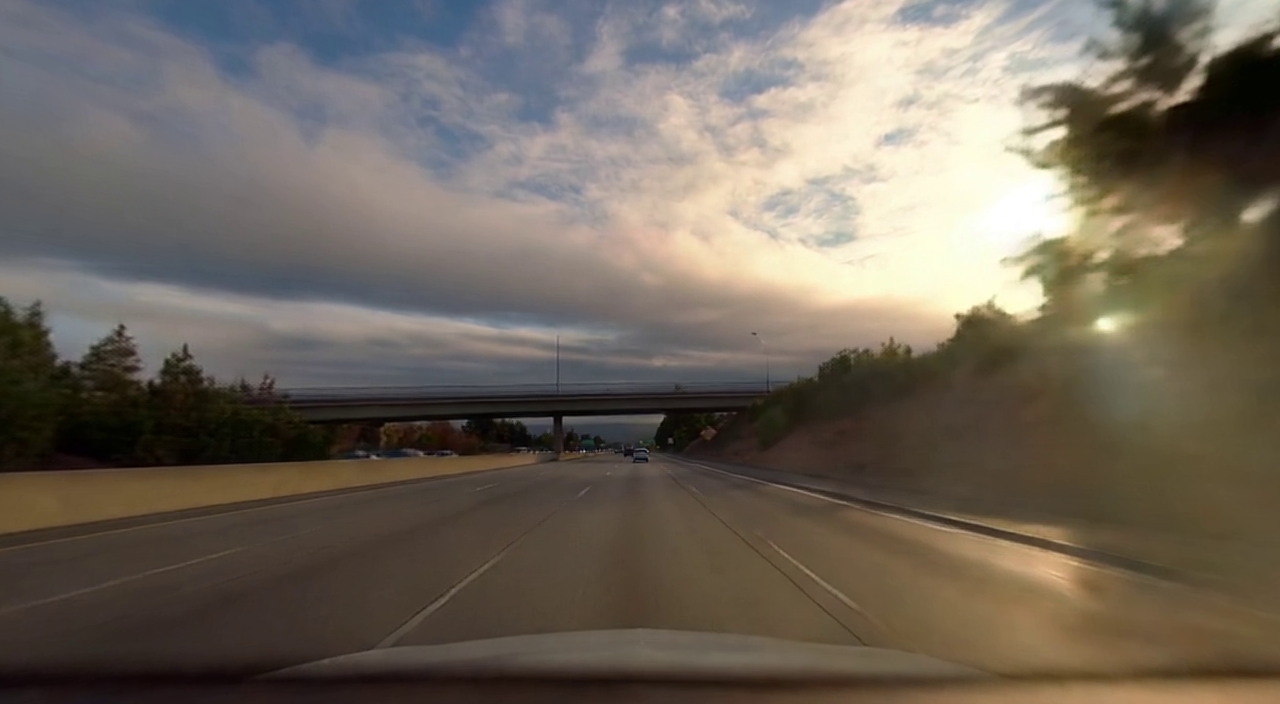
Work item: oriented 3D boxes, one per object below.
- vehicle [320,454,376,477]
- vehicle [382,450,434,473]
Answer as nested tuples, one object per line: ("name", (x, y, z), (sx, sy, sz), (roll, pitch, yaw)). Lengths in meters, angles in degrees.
("vehicle", (-19.918, 7.740, 43.216), (1.933, 1.457, 3.889), (0, -9, 1))
("vehicle", (-16.046, 7.574, 43.840), (1.829, 1.471, 4.594), (0, -9, 1))
